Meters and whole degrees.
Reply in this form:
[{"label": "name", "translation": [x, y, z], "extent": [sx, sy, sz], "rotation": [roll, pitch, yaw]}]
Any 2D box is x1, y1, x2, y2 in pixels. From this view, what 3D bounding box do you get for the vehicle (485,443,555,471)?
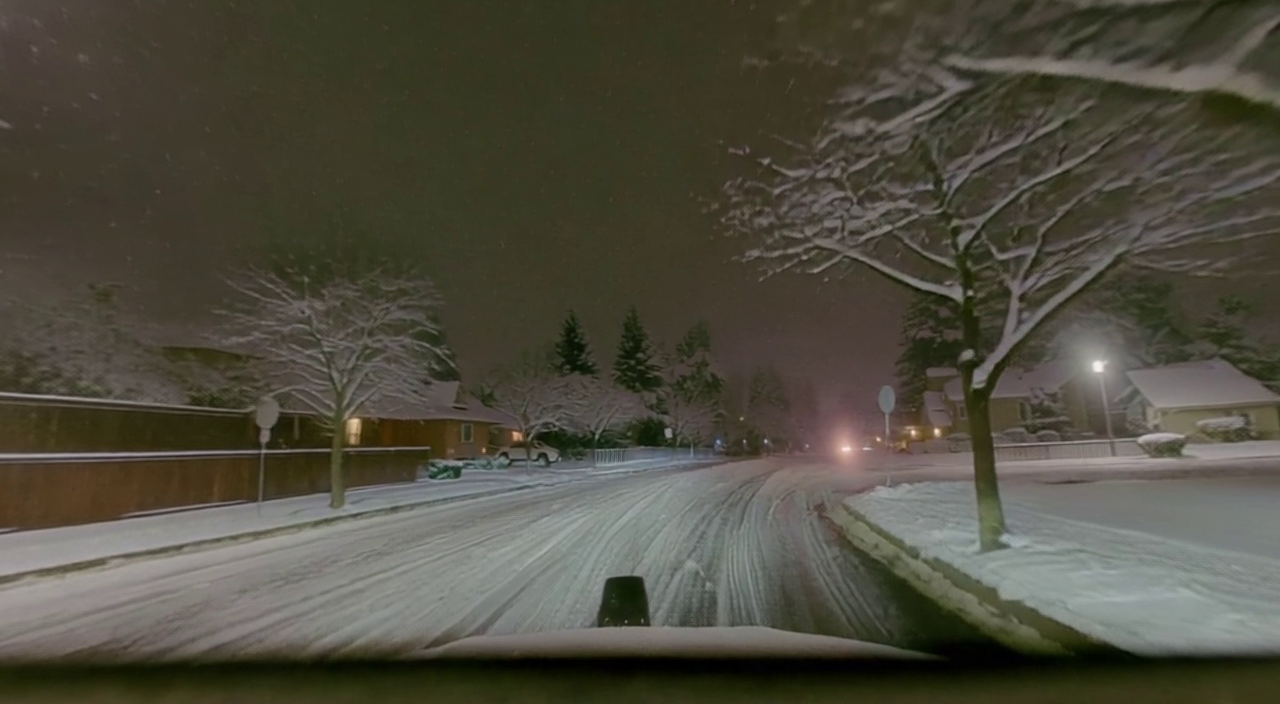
[{"label": "vehicle", "translation": [-7.617, 6.702, 40.304], "extent": [4.252, 1.681, 1.854], "rotation": [1, -8, -8]}]
